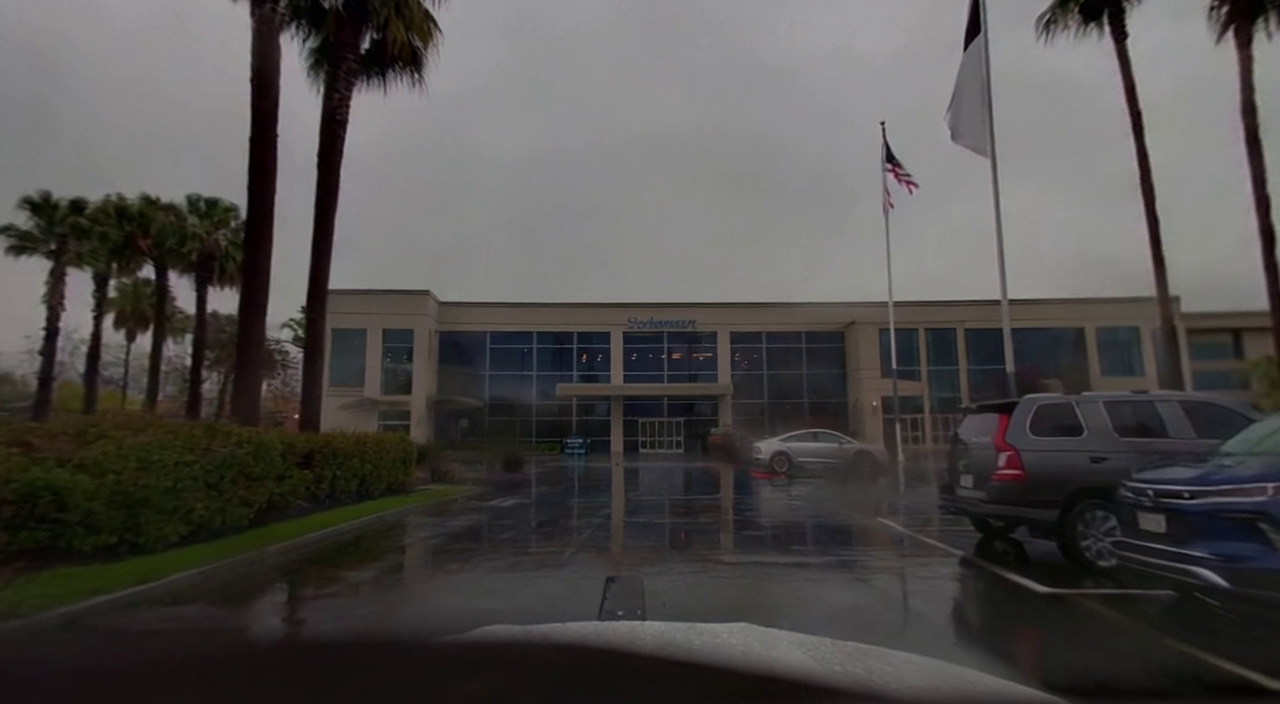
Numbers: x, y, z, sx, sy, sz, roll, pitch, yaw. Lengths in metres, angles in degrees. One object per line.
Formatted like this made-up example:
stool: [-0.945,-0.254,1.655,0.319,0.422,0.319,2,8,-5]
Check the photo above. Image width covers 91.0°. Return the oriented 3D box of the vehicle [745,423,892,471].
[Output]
vehicle: [6.849,3.725,24.699,5.254,1.793,1.998,-1,-8,7]

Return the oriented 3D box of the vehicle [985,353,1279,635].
vehicle: [5.511,0.986,4.779,4.567,1.723,1.926,0,-8,4]

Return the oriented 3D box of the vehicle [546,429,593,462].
vehicle: [-4.299,5.775,39.132,1.943,1.890,4.472,1,-7,5]
